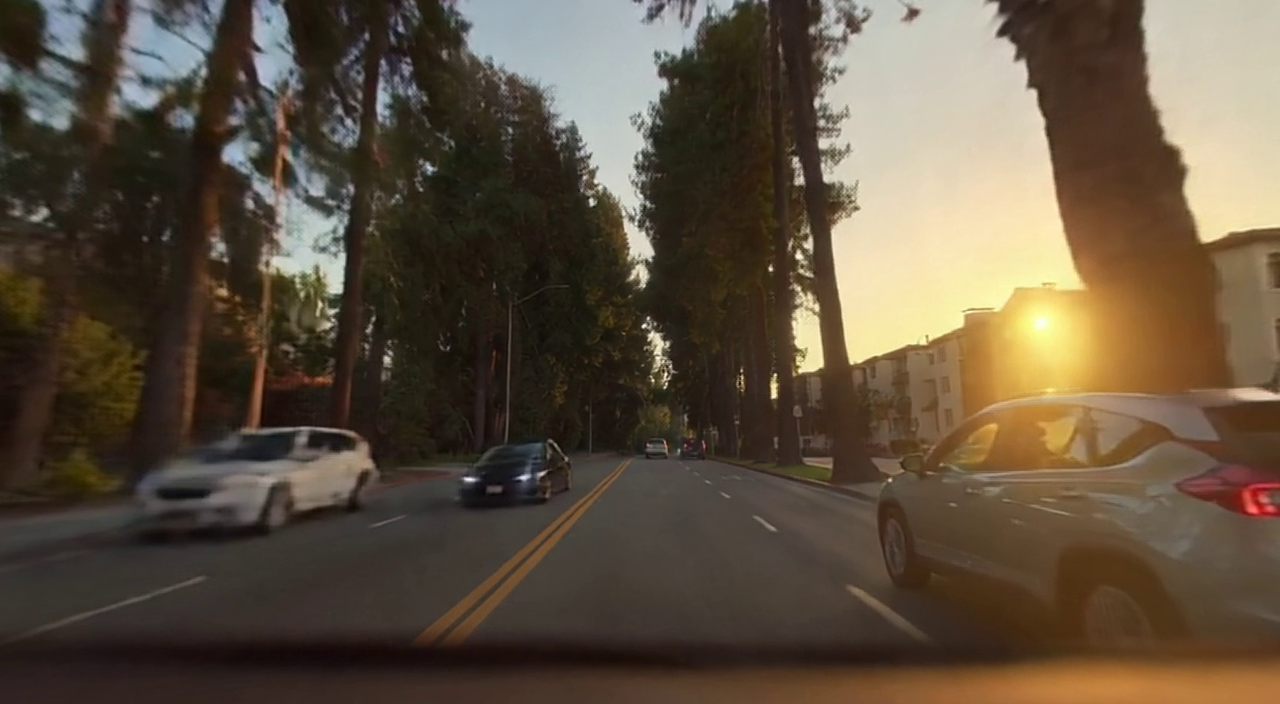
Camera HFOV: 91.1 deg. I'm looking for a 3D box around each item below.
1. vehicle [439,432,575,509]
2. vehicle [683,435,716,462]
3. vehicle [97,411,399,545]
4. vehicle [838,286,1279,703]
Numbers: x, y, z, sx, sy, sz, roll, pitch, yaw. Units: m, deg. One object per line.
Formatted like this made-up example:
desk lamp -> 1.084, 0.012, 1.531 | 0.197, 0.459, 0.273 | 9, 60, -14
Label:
vehicle -> -2.946, 2.739, 15.132 | 2.151, 1.540, 4.673 | 0, -8, 1
vehicle -> 4.182, 6.892, 44.888 | 2.069, 1.791, 4.422 | 0, -8, 2
vehicle -> -6.324, 2.067, 11.051 | 2.217, 1.824, 4.671 | 0, -8, 1
vehicle -> 3.347, 1.039, 4.420 | 2.219, 1.881, 5.104 | 0, -8, 0
